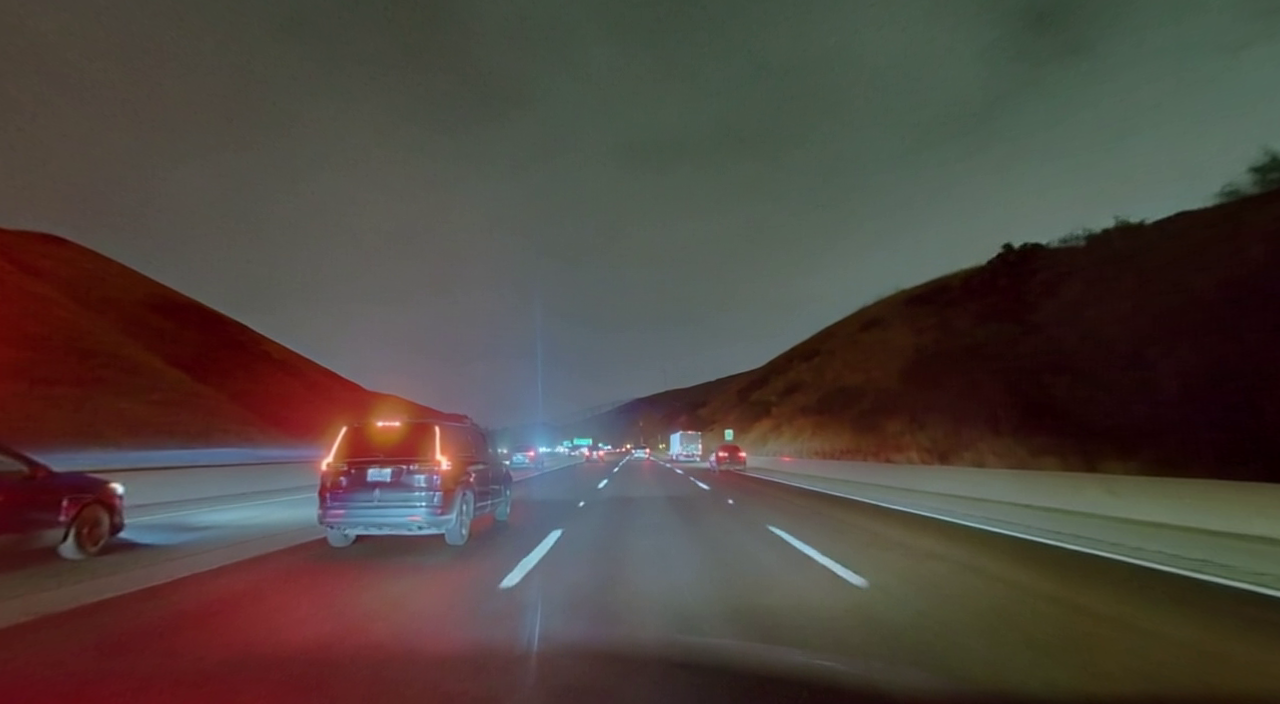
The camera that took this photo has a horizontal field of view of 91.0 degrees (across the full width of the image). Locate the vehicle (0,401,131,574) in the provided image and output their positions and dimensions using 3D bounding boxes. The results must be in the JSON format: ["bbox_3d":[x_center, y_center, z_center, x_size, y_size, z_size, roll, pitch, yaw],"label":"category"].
[{"bbox_3d":[-7.437,1.208,5.350,2.054,1.715,4.928,0,-9,0],"label":"vehicle"}]

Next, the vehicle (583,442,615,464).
[{"bbox_3d":[-3.116,7.777,48.532,2.138,1.581,4.340,0,-9,0],"label":"vehicle"}]

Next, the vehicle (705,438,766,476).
[{"bbox_3d":[4.294,4.824,29.053,2.051,1.598,4.145,0,-9,-1],"label":"vehicle"}]

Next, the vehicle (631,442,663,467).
[{"bbox_3d":[0.421,6.775,41.742,2.014,1.543,3.804,0,-9,0],"label":"vehicle"}]

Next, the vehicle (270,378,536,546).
[{"bbox_3d":[-3.601,1.895,11.265,2.421,2.203,5.775,0,-9,1],"label":"vehicle"}]
